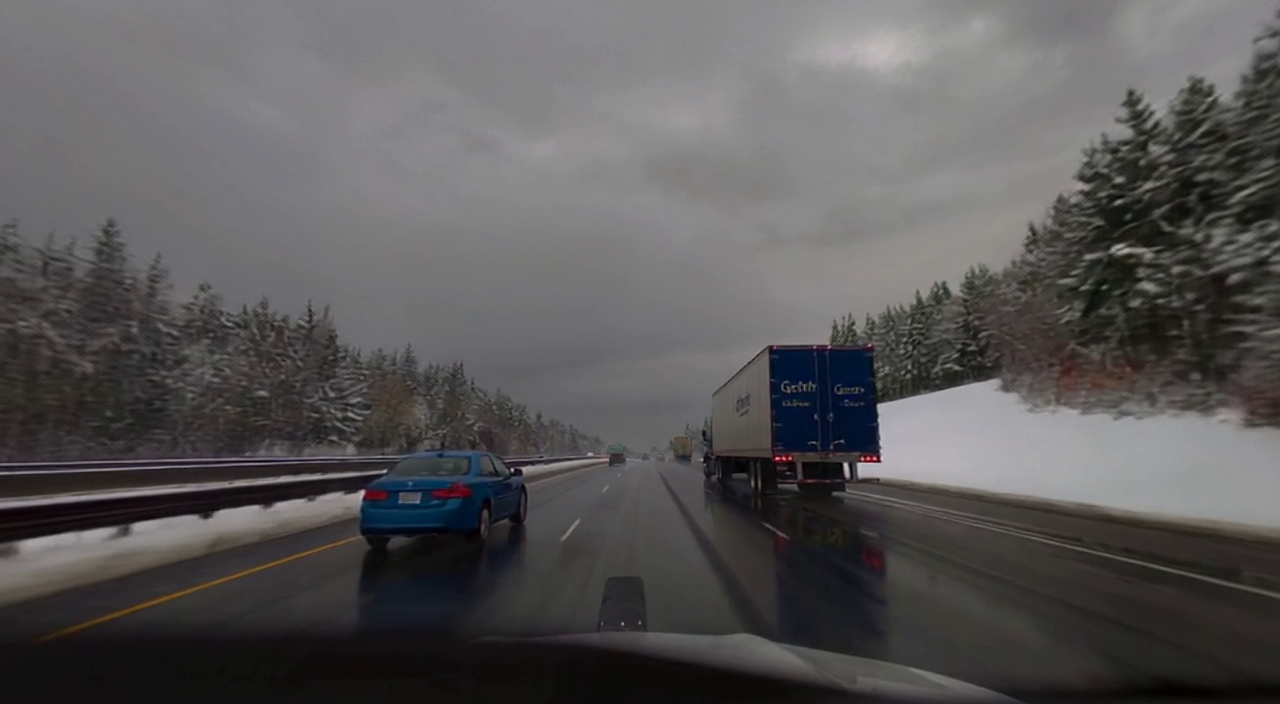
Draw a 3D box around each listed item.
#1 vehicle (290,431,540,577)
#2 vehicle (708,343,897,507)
[{"bbox_3d":[-2.833,2.024,9.190,1.960,1.579,4.384,0,-9,1],"label":"vehicle"},{"bbox_3d":[4.634,2.804,22.069,2.858,3.952,13.731,0,-9,0],"label":"vehicle"}]
